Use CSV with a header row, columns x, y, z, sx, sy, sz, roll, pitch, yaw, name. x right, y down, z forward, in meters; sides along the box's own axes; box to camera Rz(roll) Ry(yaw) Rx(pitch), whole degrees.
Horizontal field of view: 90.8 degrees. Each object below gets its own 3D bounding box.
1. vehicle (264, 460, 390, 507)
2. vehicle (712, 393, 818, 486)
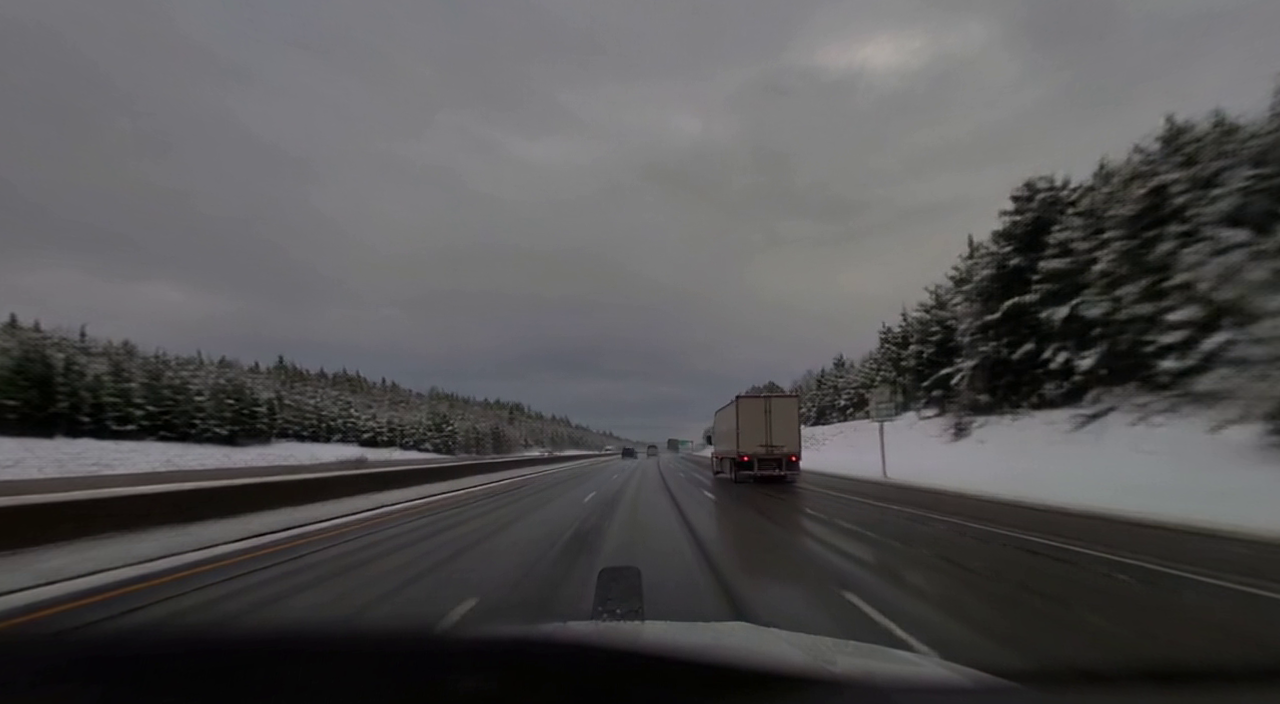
x,y,z,sx,sy,sz,roll,pitch,yaw,name
-10.952,4.619,22.521,2.064,1.417,4.622,0,-9,1,vehicle
4.940,3.785,26.768,2.771,3.313,8.121,0,-9,0,vehicle
